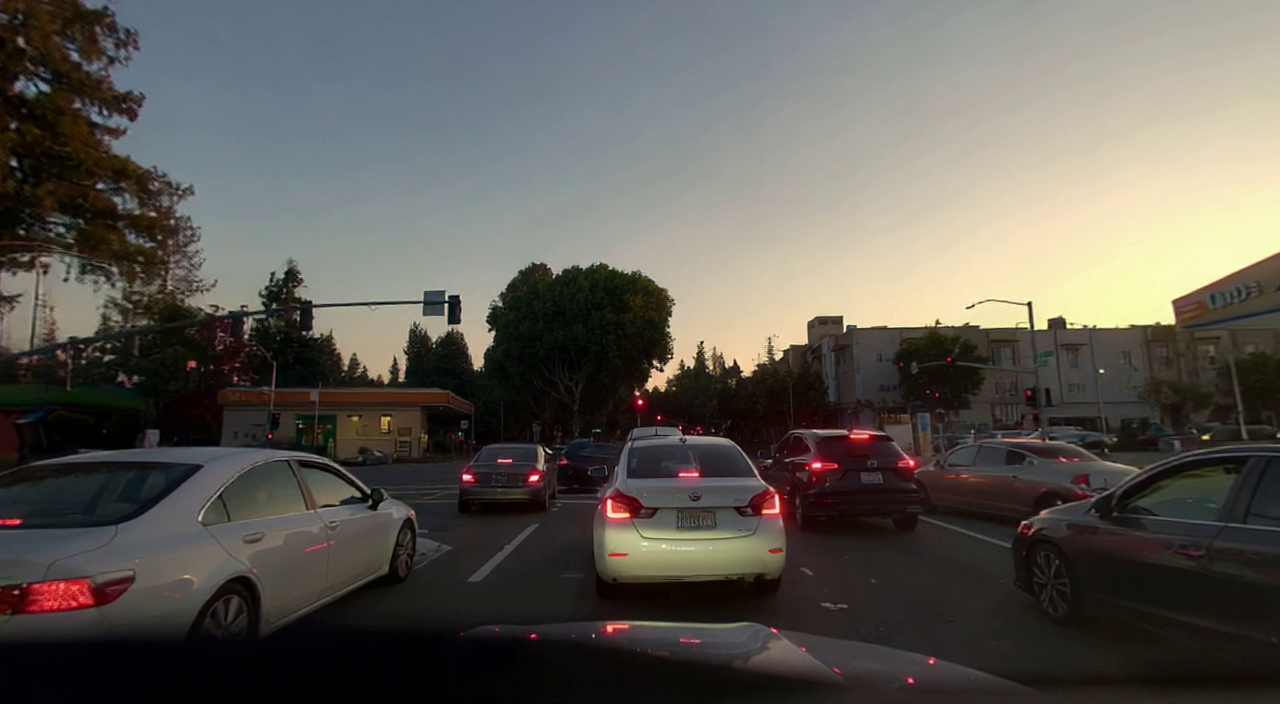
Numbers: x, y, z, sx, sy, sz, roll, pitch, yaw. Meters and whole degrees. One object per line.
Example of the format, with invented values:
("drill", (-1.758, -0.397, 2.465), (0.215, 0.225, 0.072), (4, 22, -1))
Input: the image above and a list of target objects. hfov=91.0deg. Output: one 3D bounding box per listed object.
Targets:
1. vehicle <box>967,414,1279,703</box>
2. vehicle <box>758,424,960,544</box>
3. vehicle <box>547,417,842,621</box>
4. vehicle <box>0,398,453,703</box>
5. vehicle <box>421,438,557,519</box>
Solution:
("vehicle", (4.192, 1.130, 3.612), (1.950, 1.497, 4.686), (0, -9, -3))
("vehicle", (3.408, 2.133, 10.794), (1.947, 1.630, 4.127), (0, -9, 0))
("vehicle", (0.350, 1.582, 6.972), (2.220, 1.507, 4.317), (0, -9, -2))
("vehicle", (-3.002, 1.255, 4.630), (1.887, 1.493, 4.255), (0, -9, 1))
("vehicle", (-3.053, 2.647, 13.737), (1.867, 1.474, 4.237), (0, -9, 1))
